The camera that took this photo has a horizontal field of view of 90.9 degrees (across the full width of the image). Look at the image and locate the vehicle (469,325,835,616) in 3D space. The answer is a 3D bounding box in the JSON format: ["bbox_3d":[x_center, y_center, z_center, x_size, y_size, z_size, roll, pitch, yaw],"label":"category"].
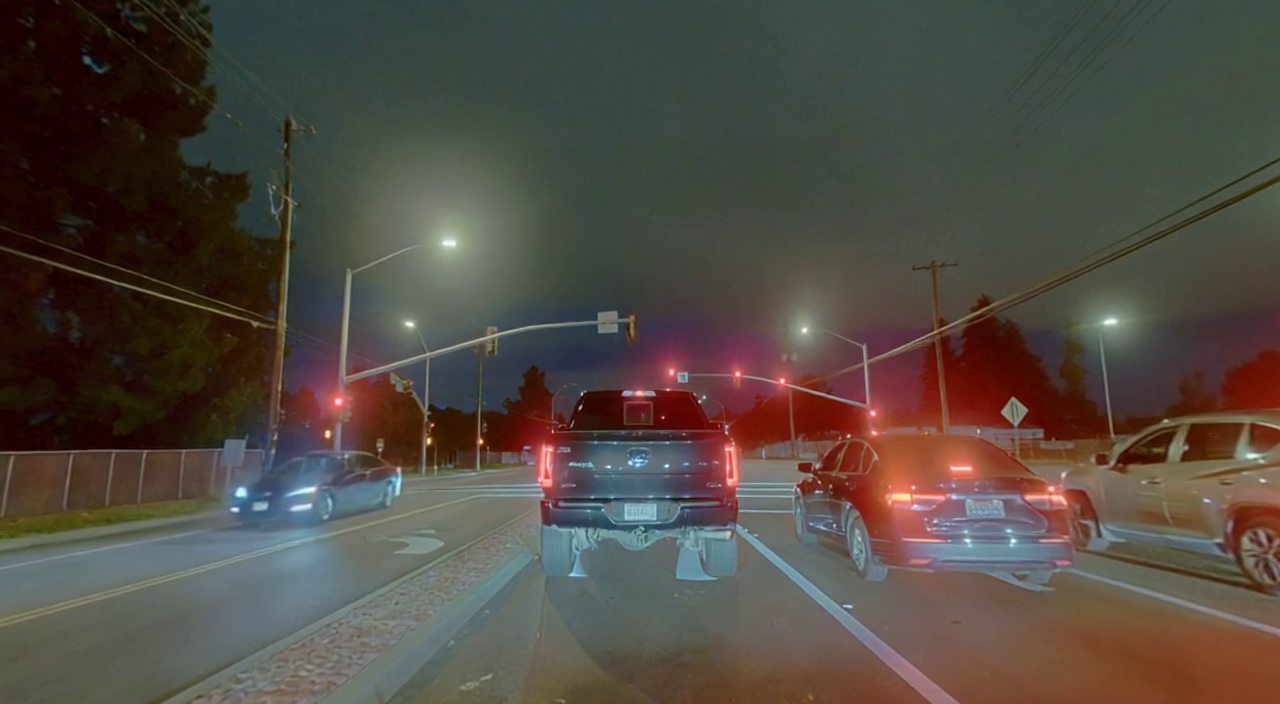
[{"bbox_3d":[0.112,1.361,8.079,2.831,2.284,6.149,0,-8,0],"label":"vehicle"}]

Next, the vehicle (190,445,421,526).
[{"bbox_3d":[-7.694,3.073,15.319,2.378,1.611,5.046,-1,-9,8],"label":"vehicle"}]

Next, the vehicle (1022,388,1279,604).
[{"bbox_3d":[6.154,1.338,6.272,1.982,1.727,4.352,0,-8,1],"label":"vehicle"}]

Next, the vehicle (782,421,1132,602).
[{"bbox_3d":[3.118,1.637,7.362,1.993,1.495,4.060,0,-8,1],"label":"vehicle"}]
